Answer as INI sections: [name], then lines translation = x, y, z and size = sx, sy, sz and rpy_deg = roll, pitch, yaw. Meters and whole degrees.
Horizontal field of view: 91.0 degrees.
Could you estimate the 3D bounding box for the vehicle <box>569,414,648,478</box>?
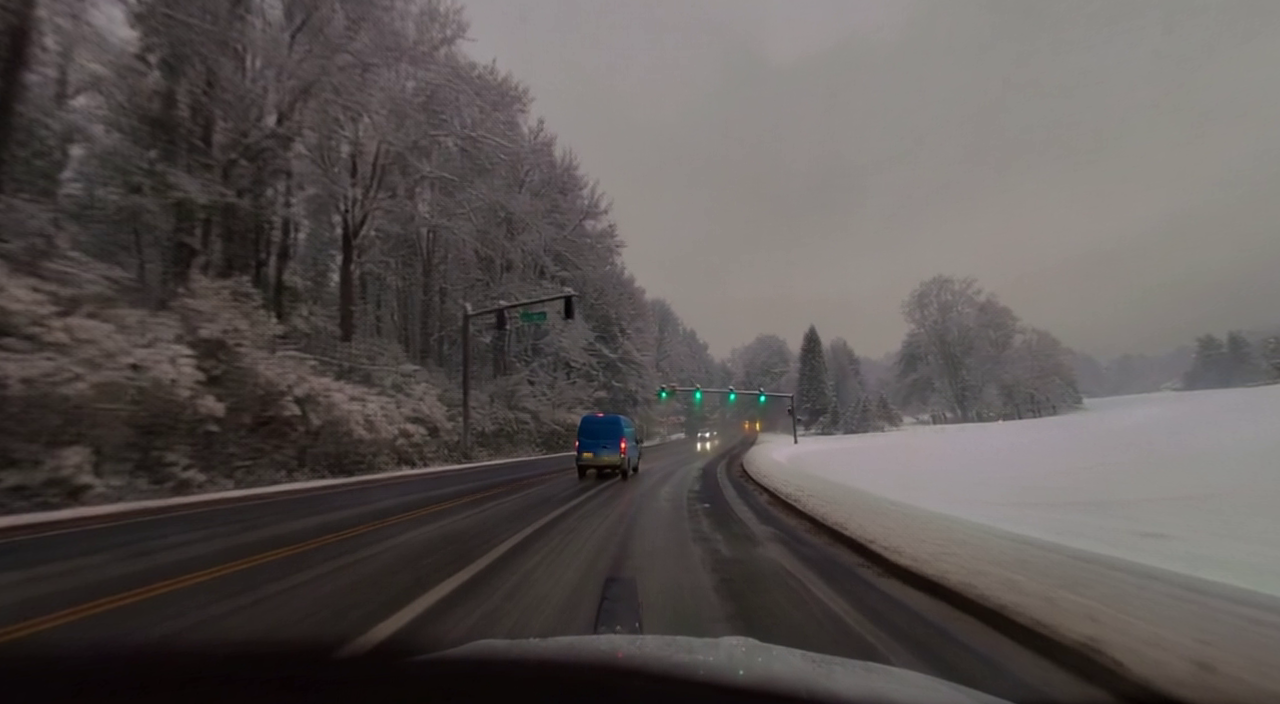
[vehicle]
translation = -1.042, 3.590, 24.243
size = 2.362, 2.185, 5.212
rpy_deg = 0, -8, 5
